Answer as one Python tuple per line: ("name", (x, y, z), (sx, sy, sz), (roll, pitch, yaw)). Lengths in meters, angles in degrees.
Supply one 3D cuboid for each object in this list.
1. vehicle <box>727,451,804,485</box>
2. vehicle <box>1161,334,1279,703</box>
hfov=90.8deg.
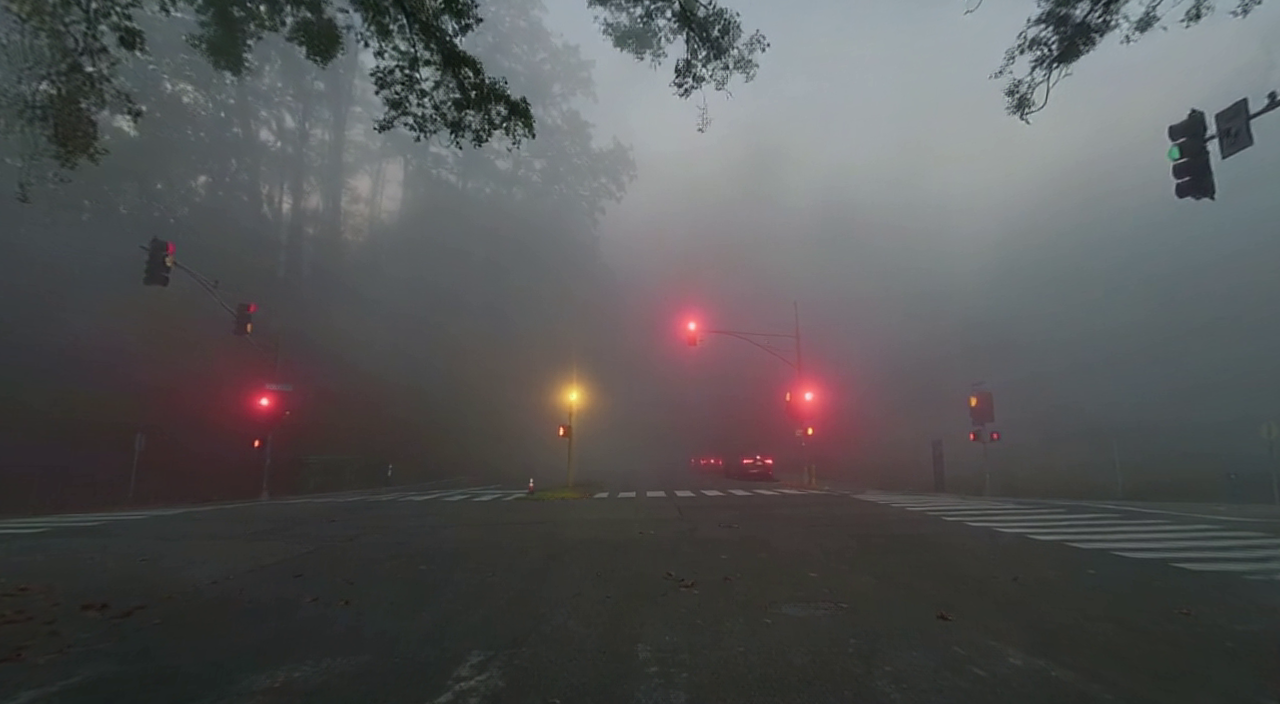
("vehicle", (8.836, 8.241, 45.431), (2.771, 2.214, 7.159), (2, -9, -12))
("vehicle", (3.244, 0.473, 0.116), (2.140, 1.655, 4.786), (0, -9, -1))
